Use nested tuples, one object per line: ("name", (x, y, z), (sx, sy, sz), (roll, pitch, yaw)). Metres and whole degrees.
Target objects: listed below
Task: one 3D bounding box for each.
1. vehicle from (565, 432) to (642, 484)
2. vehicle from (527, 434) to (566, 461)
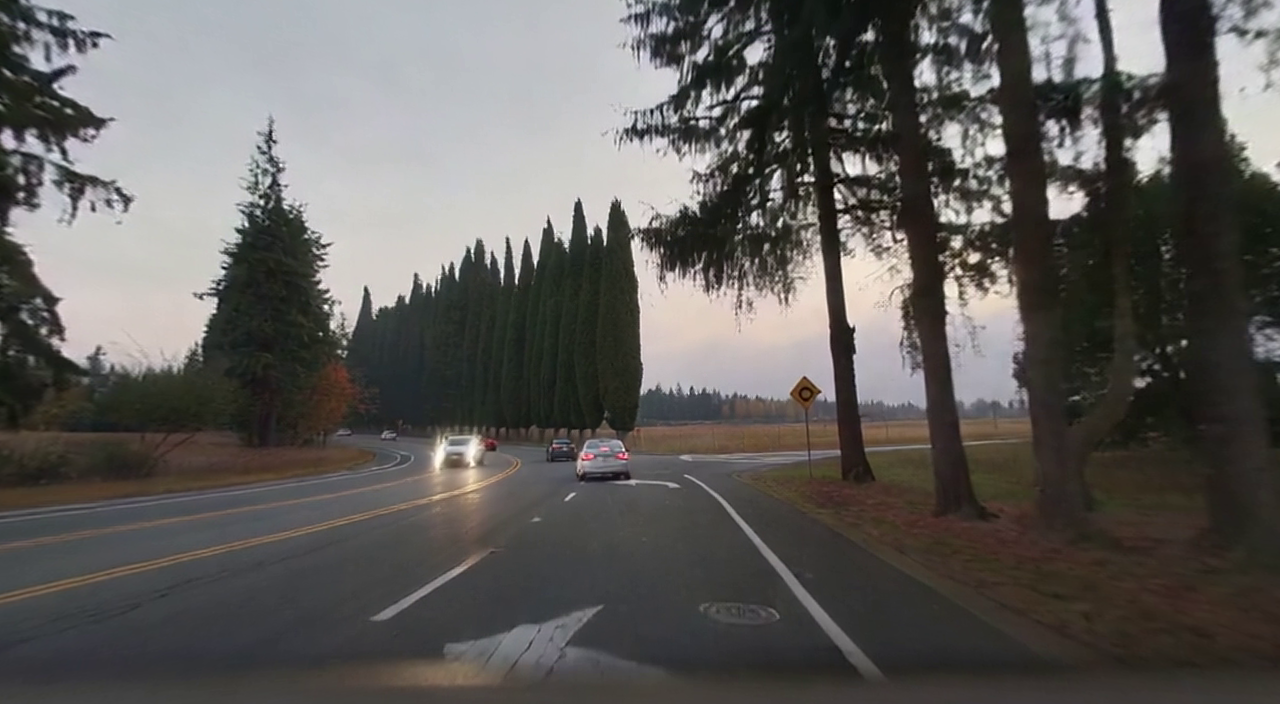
("vehicle", (-1.306, 3.454, 20.782), (2.296, 1.510, 4.068), (1, -8, -6))
("vehicle", (-5.609, 5.655, 37.333), (2.080, 1.530, 3.719), (1, -8, -11))
